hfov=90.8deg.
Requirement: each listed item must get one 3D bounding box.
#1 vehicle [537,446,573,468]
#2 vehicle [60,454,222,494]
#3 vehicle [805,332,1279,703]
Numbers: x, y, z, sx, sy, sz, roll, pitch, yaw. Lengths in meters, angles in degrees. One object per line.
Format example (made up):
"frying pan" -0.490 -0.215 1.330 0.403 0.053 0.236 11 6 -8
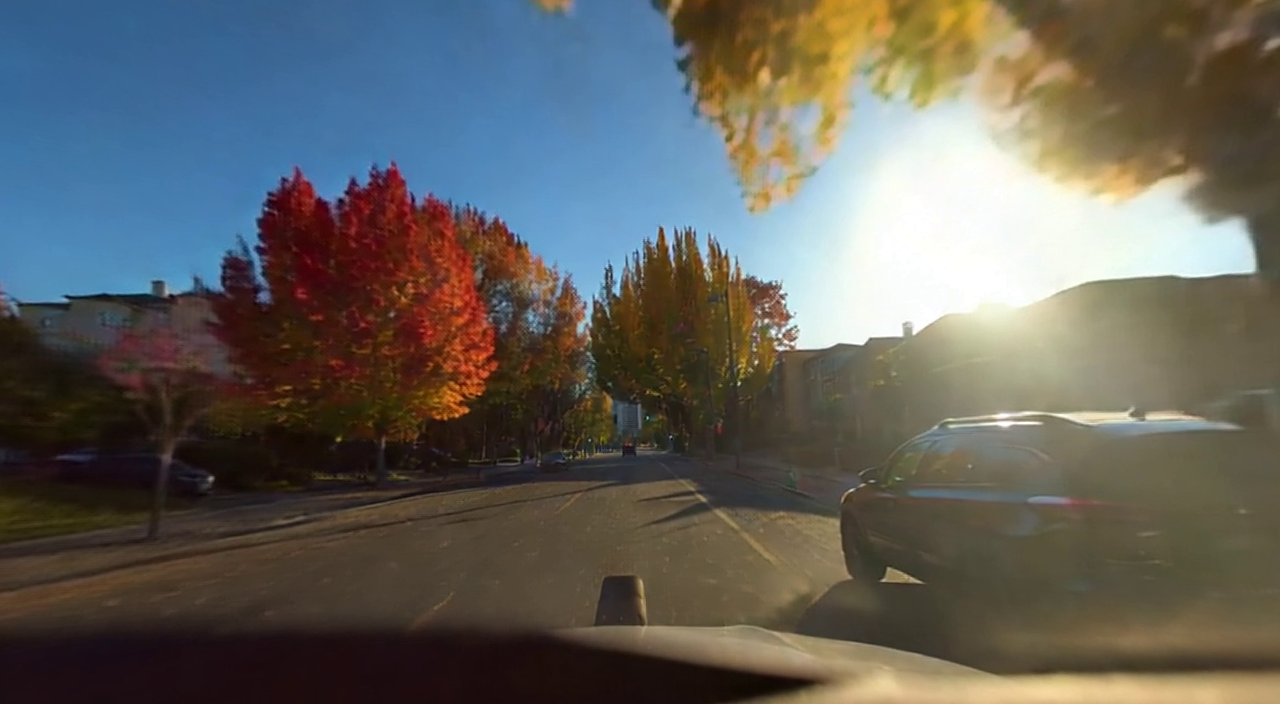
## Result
"vehicle" -6.327 7.850 47.595 2.031 1.521 4.538 0 -8 1
"vehicle" -19.469 4.774 24.843 4.610 1.463 1.841 1 -9 -6
"vehicle" 3.018 1.173 4.642 2.224 1.791 4.834 0 -8 -1
